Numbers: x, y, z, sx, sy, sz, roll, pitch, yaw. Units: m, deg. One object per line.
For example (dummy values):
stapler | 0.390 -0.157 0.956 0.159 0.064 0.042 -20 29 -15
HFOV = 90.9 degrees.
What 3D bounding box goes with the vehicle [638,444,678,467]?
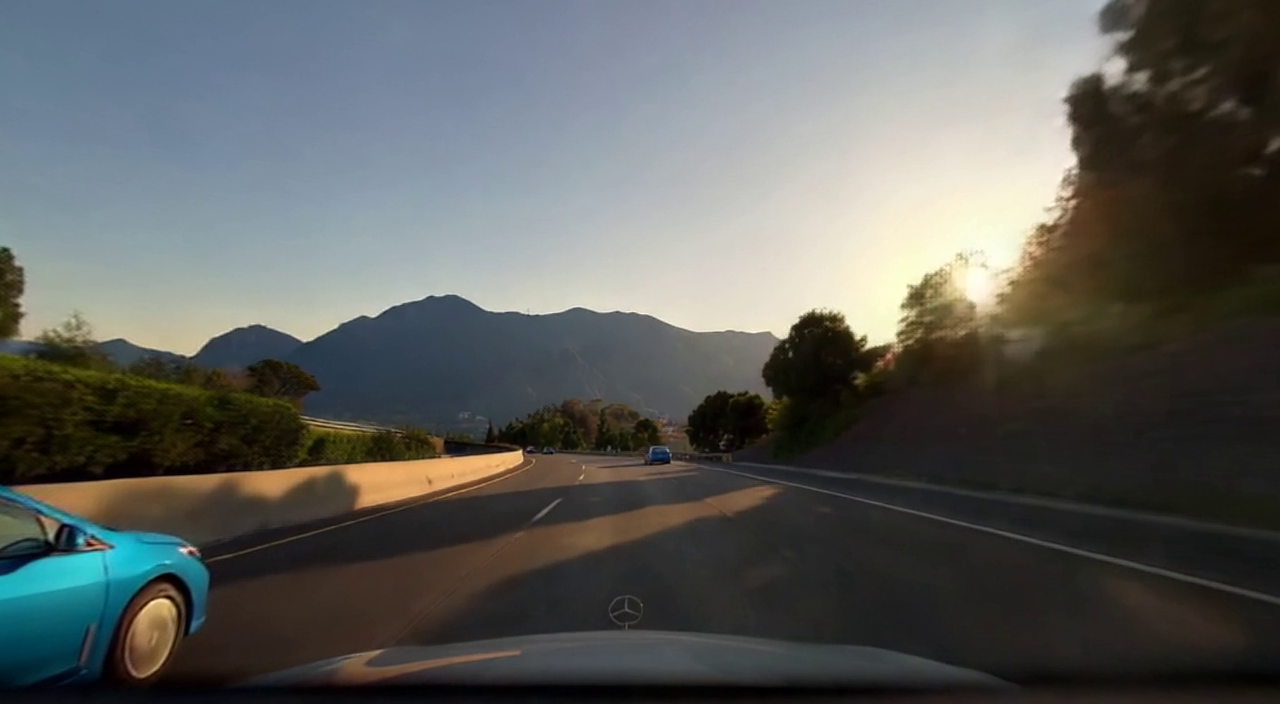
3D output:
vehicle | 1.115 6.900 42.035 1.985 1.440 4.466 1 -9 -8
